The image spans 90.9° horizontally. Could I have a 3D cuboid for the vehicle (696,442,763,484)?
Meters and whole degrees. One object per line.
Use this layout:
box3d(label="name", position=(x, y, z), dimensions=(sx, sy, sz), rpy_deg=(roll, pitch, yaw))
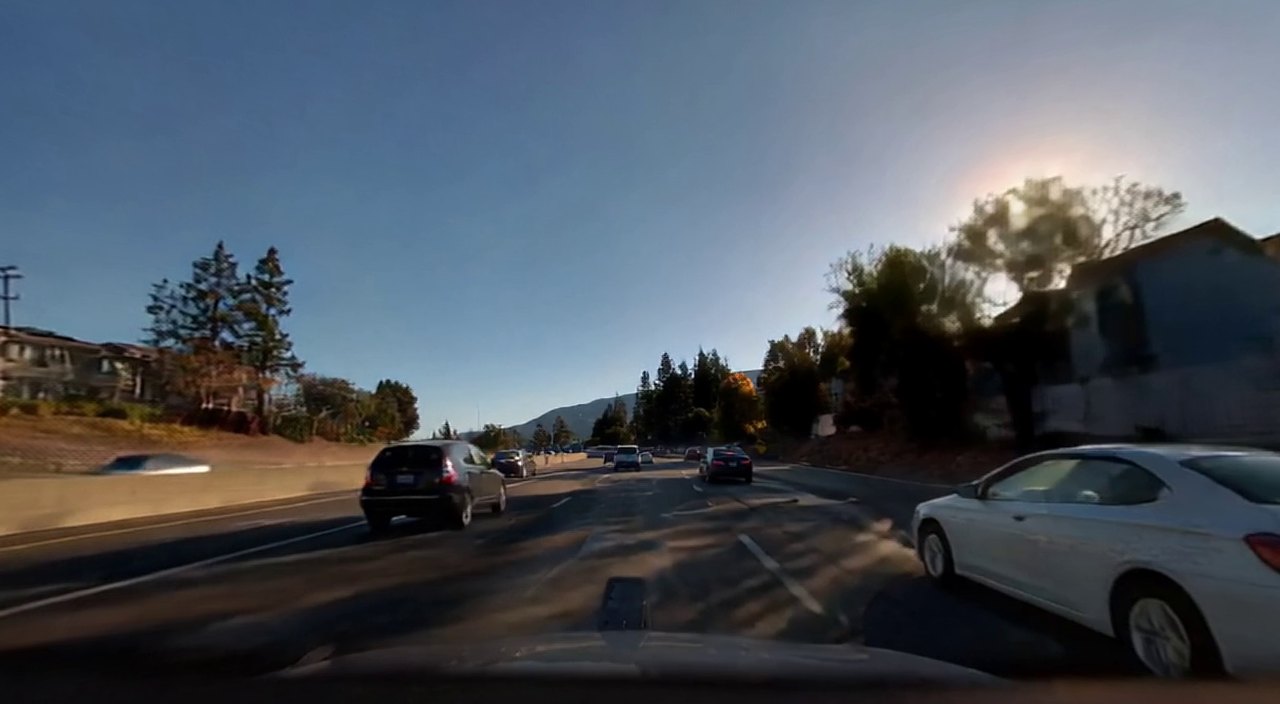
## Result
box3d(label="vehicle", position=(3.268, 4.137, 23.801), dimensions=(1.854, 1.438, 3.954), rpy_deg=(0, -8, -1))

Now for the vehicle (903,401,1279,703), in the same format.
box3d(label="vehicle", position=(3.637, 1.195, 4.190), dimensions=(1.912, 1.509, 4.291), rpy_deg=(0, -8, 0))

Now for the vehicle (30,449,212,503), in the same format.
box3d(label="vehicle", position=(-19.682, 4.679, 24.432), dimensions=(2.117, 1.790, 5.755), rpy_deg=(0, -8, 1))

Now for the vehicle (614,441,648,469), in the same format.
box3d(label="vehicle", position=(-0.635, 6.932, 42.523), dimensions=(2.183, 1.764, 4.134), rpy_deg=(0, -8, -1))

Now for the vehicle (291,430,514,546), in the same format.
box3d(label="vehicle", position=(-3.705, 2.190, 10.882), dimensions=(2.136, 1.571, 4.285), rpy_deg=(0, -8, 1))
